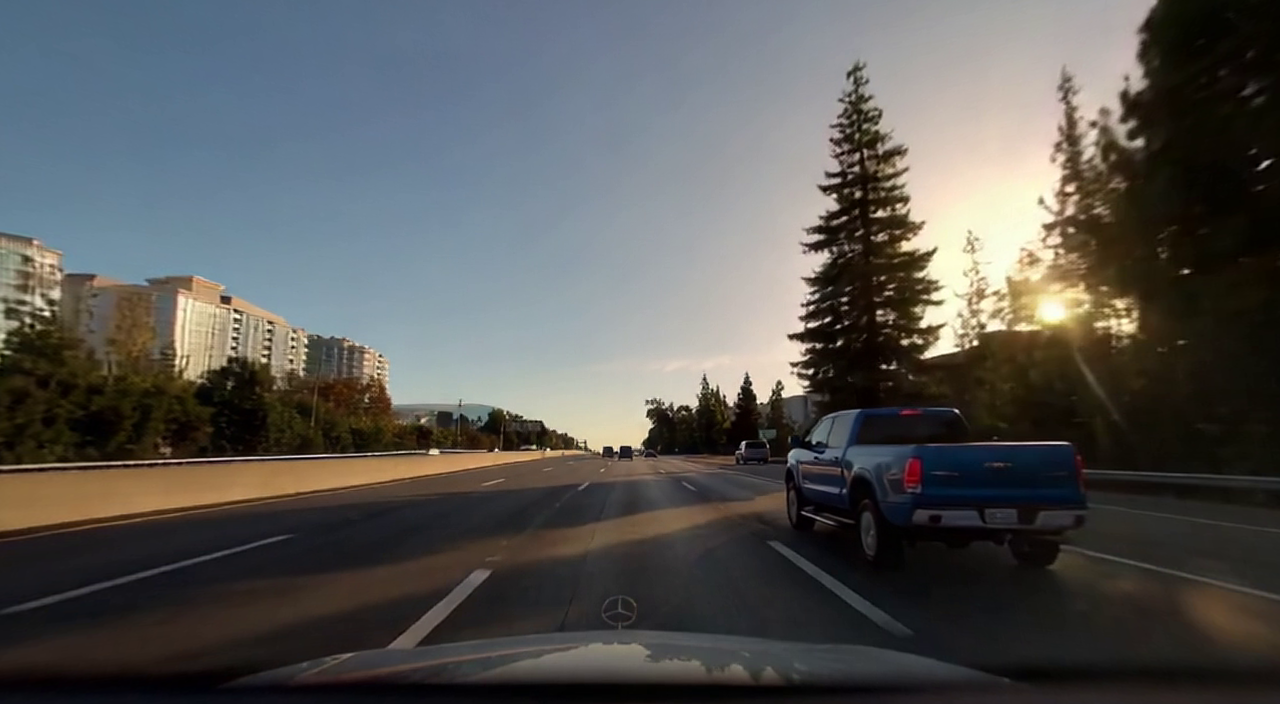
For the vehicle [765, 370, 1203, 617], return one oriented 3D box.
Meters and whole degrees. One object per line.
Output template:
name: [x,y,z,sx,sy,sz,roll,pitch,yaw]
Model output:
vehicle: [3.256,1.484,7.538,2.462,1.984,4.718,0,-9,-1]
